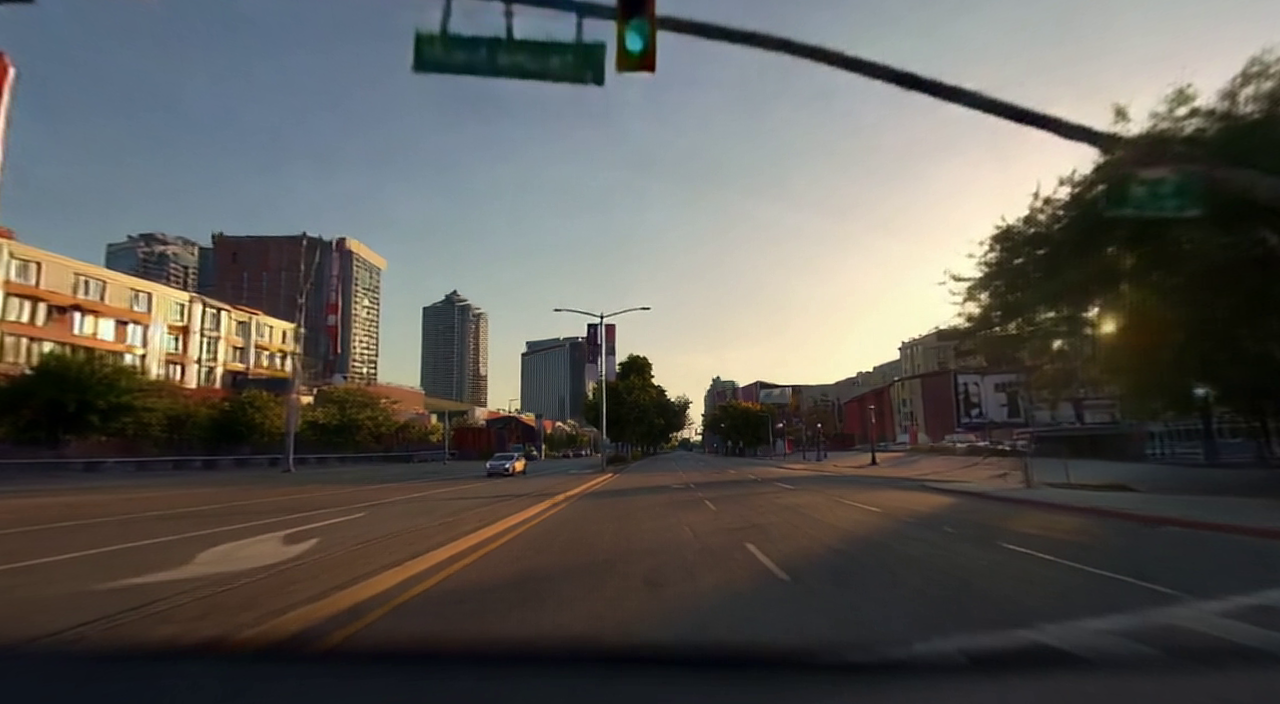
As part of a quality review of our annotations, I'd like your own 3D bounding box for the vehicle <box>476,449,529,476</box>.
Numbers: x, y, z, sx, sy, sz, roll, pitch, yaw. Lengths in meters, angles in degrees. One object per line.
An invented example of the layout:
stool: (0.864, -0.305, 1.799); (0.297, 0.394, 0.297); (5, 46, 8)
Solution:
vehicle: (-7.870, 6.329, 36.327); (1.866, 1.463, 4.378); (0, -9, 3)
